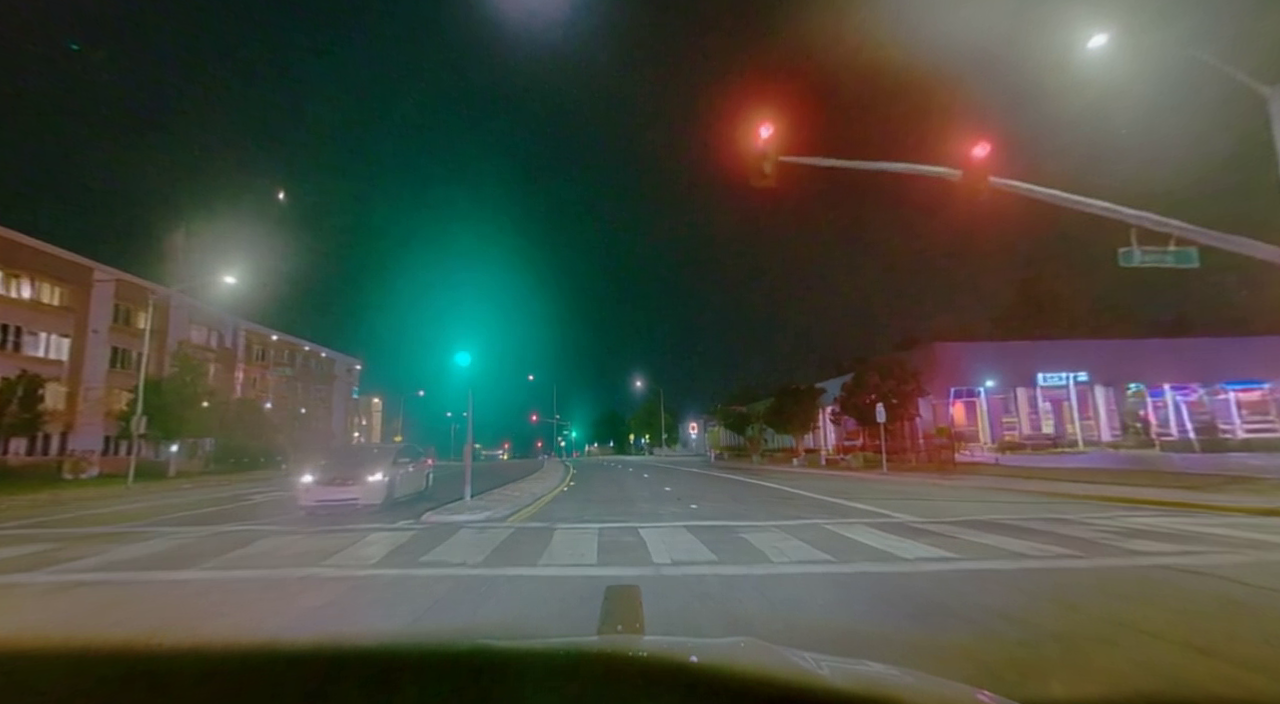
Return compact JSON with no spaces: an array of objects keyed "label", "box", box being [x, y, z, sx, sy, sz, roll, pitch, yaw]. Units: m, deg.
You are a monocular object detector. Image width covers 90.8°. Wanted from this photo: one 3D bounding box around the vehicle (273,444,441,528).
[{"label":"vehicle","box":[-5.782,2.726,13.588,1.894,1.474,4.332,0,-8,-4]}]
